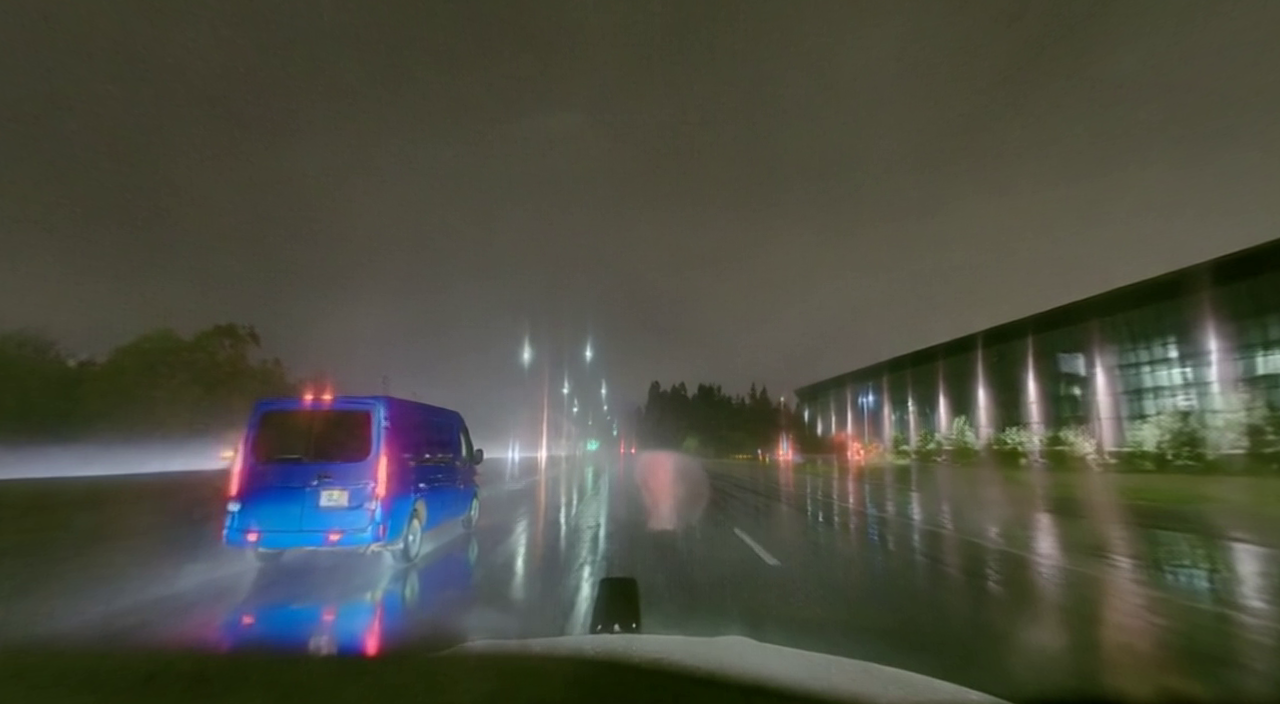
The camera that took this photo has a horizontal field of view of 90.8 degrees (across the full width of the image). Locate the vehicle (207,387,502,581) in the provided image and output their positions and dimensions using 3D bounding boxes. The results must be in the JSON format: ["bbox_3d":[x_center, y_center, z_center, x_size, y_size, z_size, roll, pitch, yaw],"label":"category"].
[{"bbox_3d":[-3.436,1.695,8.829,2.046,1.982,4.465,0,-9,-1],"label":"vehicle"}]
